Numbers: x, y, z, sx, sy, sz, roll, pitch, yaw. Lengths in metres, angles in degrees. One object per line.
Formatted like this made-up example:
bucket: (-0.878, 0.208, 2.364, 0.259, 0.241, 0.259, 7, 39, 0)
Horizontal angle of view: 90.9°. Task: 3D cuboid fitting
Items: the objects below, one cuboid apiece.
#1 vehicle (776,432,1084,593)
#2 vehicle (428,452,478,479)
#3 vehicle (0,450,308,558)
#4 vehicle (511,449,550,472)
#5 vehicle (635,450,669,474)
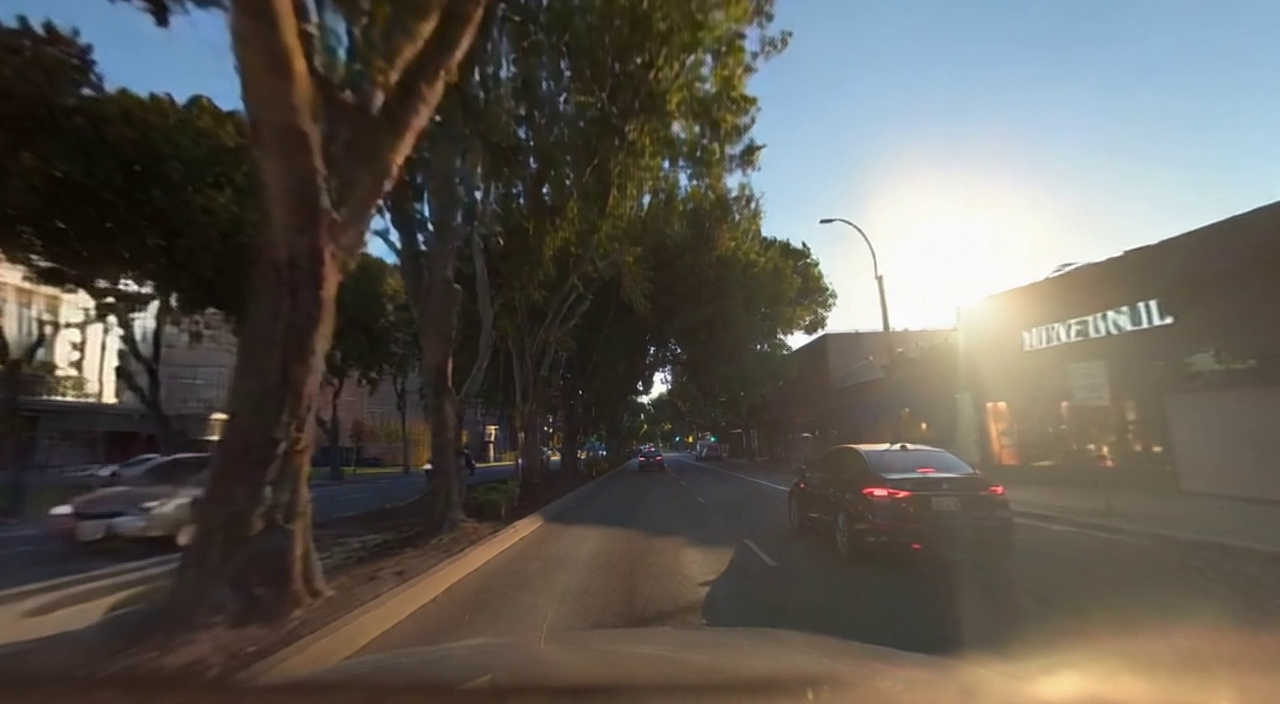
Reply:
vehicle: (3.210, 1.837, 8.096, 1.989, 1.498, 4.050, 0, -9, 0)
vehicle: (-11.774, 7.170, 39.989, 1.869, 1.529, 4.355, -2, -9, -1)
vehicle: (-8.168, 2.531, 11.299, 1.958, 1.487, 4.451, -1, -9, 1)
vehicle: (-8.106, 8.073, 47.123, 2.013, 1.637, 4.479, -1, -9, 2)
vehicle: (0.693, 6.666, 38.400, 1.945, 1.343, 3.827, -1, -9, 0)
